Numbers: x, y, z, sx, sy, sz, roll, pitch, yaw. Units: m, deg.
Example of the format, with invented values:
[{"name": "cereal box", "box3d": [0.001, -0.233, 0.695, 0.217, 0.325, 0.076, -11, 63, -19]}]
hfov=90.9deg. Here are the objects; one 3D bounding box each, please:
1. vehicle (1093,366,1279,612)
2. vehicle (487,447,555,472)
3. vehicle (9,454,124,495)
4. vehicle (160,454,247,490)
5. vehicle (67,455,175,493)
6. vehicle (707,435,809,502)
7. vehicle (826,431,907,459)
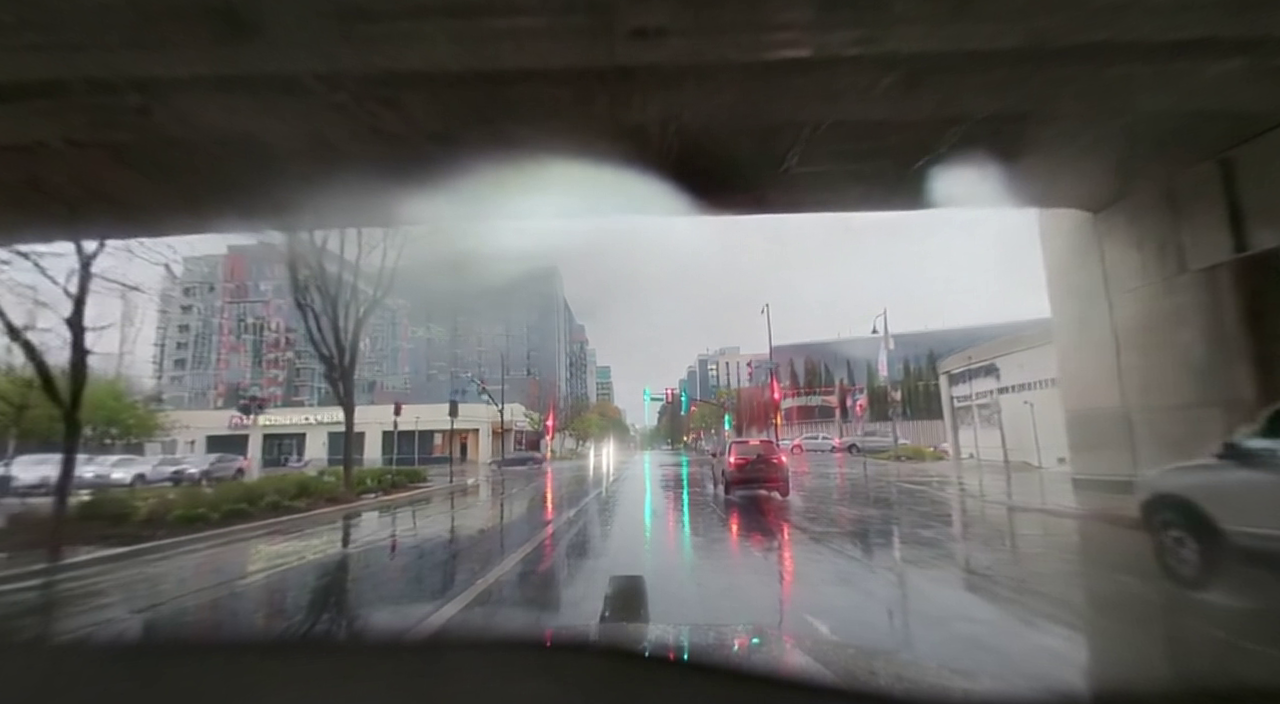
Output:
[{"name": "vehicle", "box3d": [6.770, 1.070, 4.703, 2.433, 2.116, 5.789, 0, -9, 0]}, {"name": "vehicle", "box3d": [-7.796, 7.002, 41.208, 4.037, 1.562, 2.099, -7, -11, 36]}, {"name": "vehicle", "box3d": [-29.993, 6.360, 33.194, 1.811, 1.942, 4.376, 0, -9, 1]}, {"name": "vehicle", "box3d": [-22.854, 6.250, 33.202, 1.757, 1.699, 3.854, 0, -9, 1]}, {"name": "vehicle", "box3d": [-27.228, 6.363, 33.316, 1.807, 1.795, 4.566, 0, -9, 0]}, {"name": "vehicle", "box3d": [3.004, 3.043, 16.859, 1.947, 1.576, 3.825, 0, -9, 0]}, {"name": "vehicle", "box3d": [15.117, 6.256, 42.277, 4.611, 1.778, 1.939, 0, -9, 1]}]
